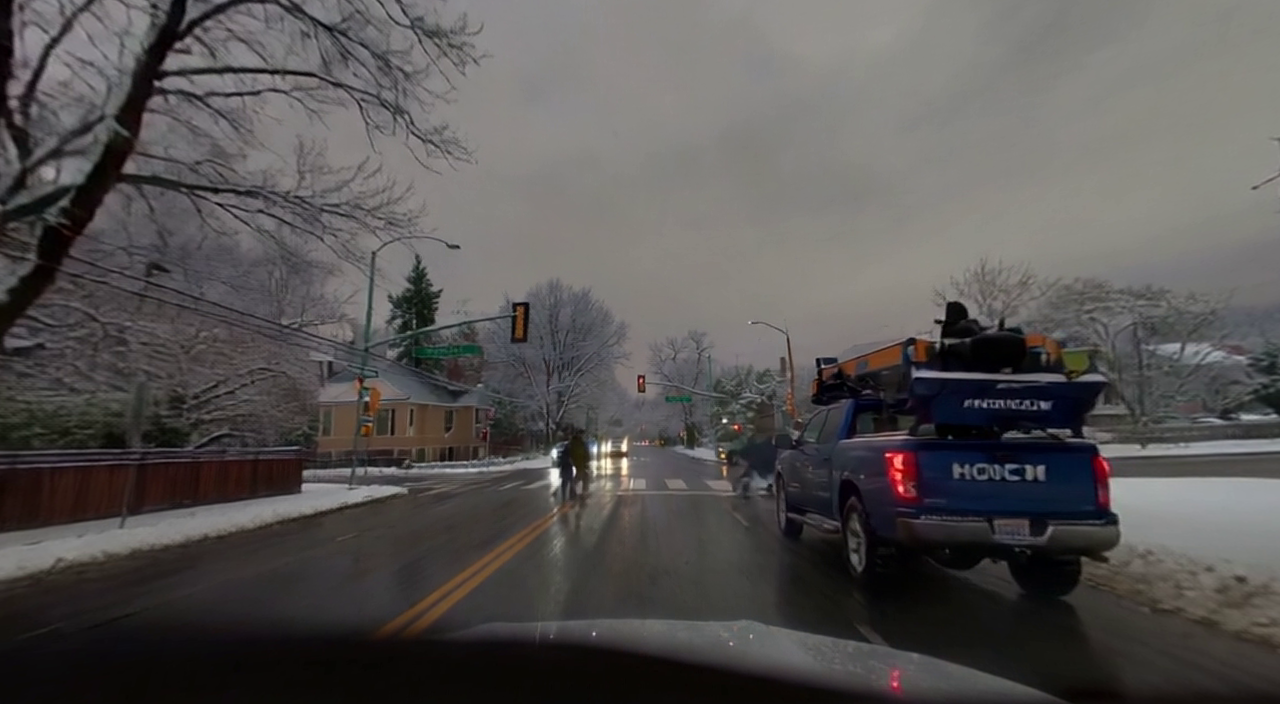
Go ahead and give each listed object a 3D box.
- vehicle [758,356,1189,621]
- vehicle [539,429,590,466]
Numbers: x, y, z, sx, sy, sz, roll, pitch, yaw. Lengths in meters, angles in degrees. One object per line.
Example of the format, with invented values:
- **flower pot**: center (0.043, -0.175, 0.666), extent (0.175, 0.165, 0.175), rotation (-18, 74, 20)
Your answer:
- **vehicle**: center (3.060, 1.429, 7.628), extent (2.177, 2.015, 5.463), rotation (0, -8, 0)
- **vehicle**: center (-5.613, 7.198, 47.976), extent (2.896, 2.560, 7.322), rotation (0, -8, 1)
